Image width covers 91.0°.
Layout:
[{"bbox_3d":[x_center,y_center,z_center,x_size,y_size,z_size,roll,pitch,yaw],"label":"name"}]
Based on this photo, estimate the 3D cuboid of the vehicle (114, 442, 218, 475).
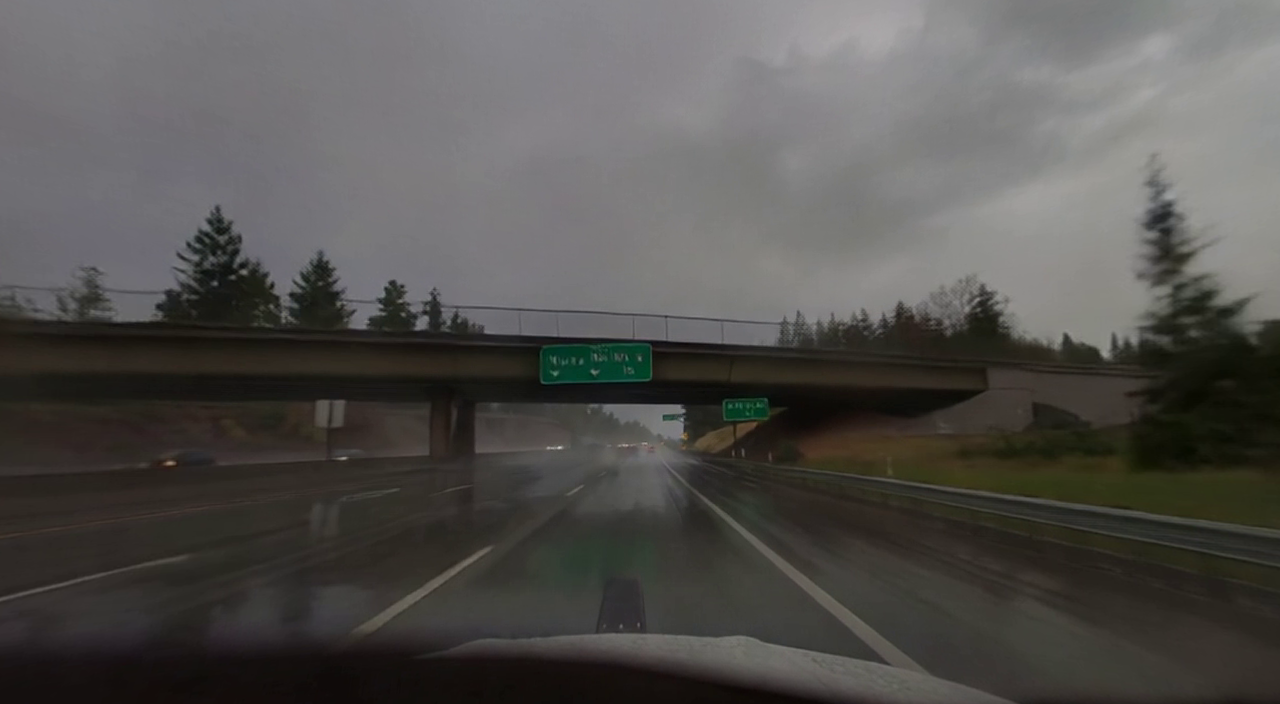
[{"bbox_3d":[-31.912,7.189,42.704,2.228,2.038,6.039,0,-9,1],"label":"vehicle"}]
